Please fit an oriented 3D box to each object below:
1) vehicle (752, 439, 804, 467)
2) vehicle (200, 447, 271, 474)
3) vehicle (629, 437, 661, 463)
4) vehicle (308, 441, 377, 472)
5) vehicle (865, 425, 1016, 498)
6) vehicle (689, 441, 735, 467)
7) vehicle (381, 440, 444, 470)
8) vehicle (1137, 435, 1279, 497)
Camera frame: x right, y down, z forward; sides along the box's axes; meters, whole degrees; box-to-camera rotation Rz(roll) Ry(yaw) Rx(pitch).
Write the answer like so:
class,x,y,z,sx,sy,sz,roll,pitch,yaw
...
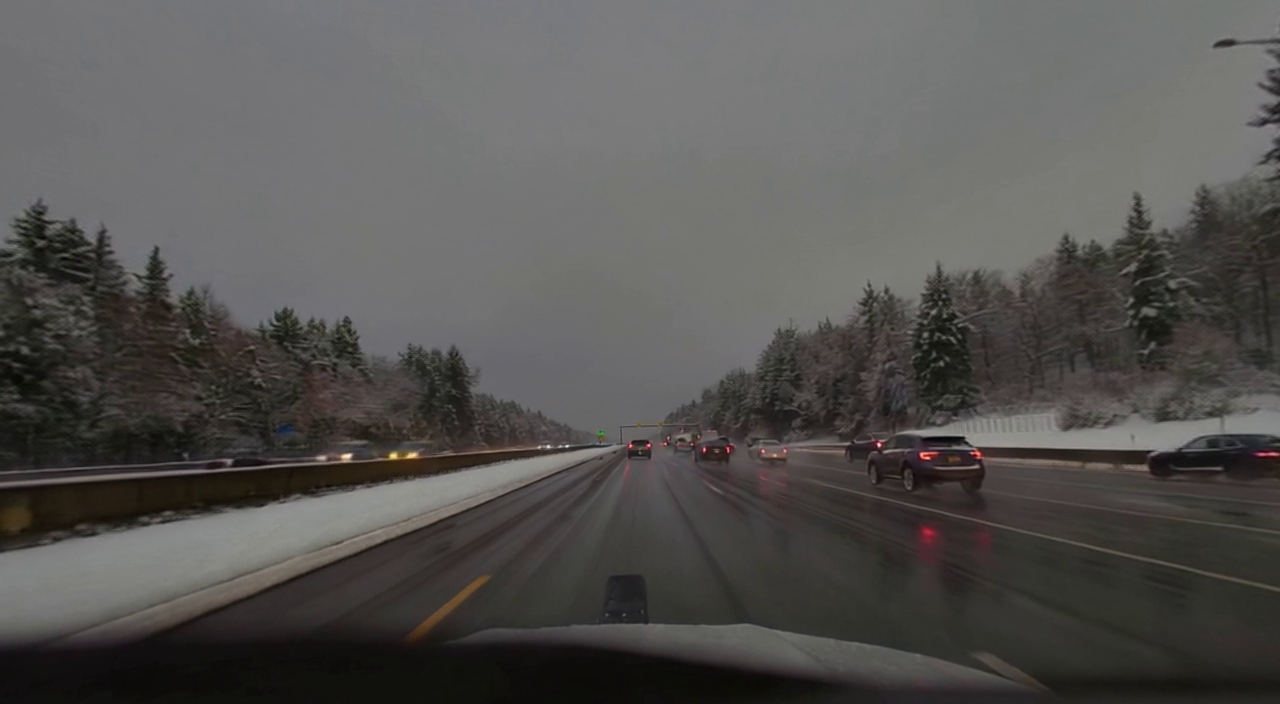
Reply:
class,x,y,z,sx,sy,sz,roll,pitch,yaw
vehicle,7.843,5.801,36.298,1.919,1.476,4.303,0,-8,-1
vehicle,-28.201,7.529,44.149,2.056,1.775,4.585,0,-8,-3
vehicle,0.334,6.767,43.604,2.124,1.639,4.122,0,-8,0
vehicle,-18.786,6.604,40.083,2.141,1.838,4.634,0,-8,-1
vehicle,7.957,2.931,17.241,1.986,1.703,4.226,0,-8,-1
vehicle,4.103,5.903,36.725,2.118,1.438,4.312,0,-8,-1
vehicle,-14.107,6.395,39.460,2.057,1.734,5.135,0,-8,0
vehicle,16.321,3.032,17.234,1.908,1.468,4.457,0,-8,1
